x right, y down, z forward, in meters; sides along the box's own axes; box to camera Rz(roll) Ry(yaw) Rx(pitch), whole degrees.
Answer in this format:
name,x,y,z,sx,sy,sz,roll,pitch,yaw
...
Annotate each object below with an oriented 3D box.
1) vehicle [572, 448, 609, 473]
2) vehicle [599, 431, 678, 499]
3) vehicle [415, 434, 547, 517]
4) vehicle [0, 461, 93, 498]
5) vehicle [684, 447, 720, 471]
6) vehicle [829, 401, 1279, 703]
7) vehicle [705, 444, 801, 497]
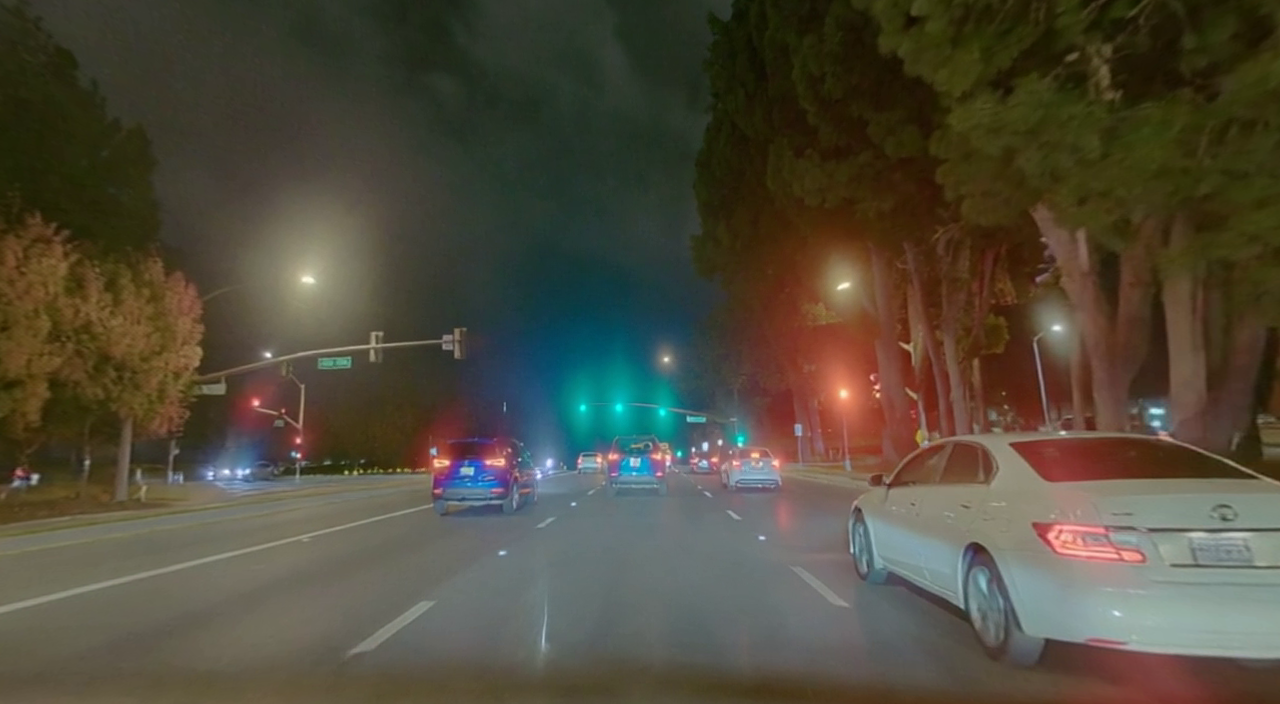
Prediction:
name,x,y,z,sx,sy,sz,roll,pitch,yaw
vehicle,-3.006,6.735,39.383,1.897,1.479,4.204,-1,-8,1
vehicle,-0.031,3.391,19.347,2.132,1.816,4.471,0,-8,0
vehicle,-3.649,2.896,15.355,2.039,1.709,4.265,0,-8,1
vehicle,-33.735,6.932,34.511,5.352,1.850,2.276,0,-8,-2
vehicle,4.161,7.245,42.902,1.996,1.443,4.270,0,-8,0
vehicle,3.061,1.252,4.604,1.976,1.491,4.427,0,-8,0
vehicle,3.447,3.696,20.191,2.036,1.480,4.659,0,-8,-2
